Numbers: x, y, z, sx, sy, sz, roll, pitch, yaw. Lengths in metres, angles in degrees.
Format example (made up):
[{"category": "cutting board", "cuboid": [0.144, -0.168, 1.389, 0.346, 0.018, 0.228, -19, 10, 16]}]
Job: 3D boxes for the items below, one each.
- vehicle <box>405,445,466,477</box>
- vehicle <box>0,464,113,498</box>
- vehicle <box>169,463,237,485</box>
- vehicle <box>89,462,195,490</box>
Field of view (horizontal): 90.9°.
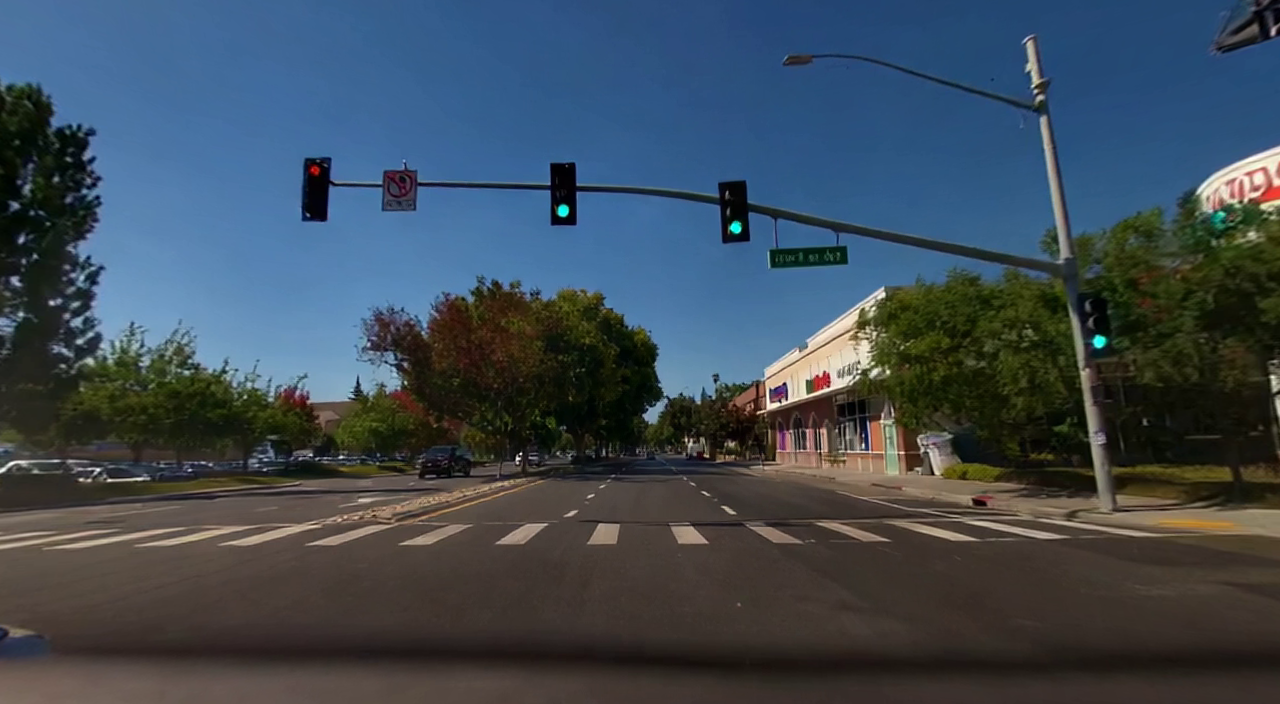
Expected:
[{"category": "vehicle", "cuboid": [-14.464, 7.729, 44.977, 2.315, 1.998, 5.808, -3, -8, 1]}, {"category": "vehicle", "cuboid": [-30.898, 6.723, 32.971, 4.667, 1.495, 2.056, 4, -9, -26]}, {"category": "vehicle", "cuboid": [-31.433, 8.758, 45.408, 3.590, 1.441, 1.605, 2, -8, -15]}, {"category": "vehicle", "cuboid": [-30.802, 7.653, 39.191, 4.731, 1.486, 2.187, 4, -9, -27]}]
